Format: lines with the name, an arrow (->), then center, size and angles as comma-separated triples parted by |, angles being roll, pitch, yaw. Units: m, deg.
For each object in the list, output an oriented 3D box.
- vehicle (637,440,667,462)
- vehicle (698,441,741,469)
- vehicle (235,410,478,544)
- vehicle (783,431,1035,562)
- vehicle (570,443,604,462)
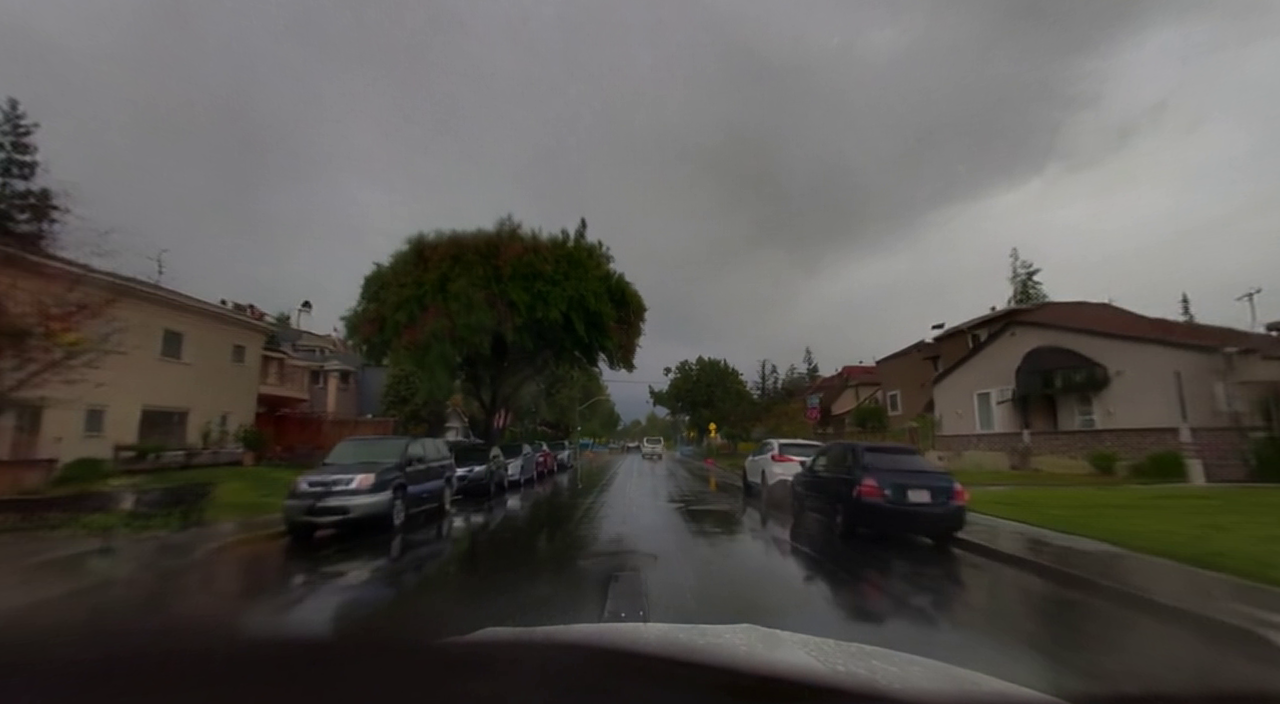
vehicle -> 0.878, 7.148, 45.263 | 2.010, 1.499, 4.107 | 0, -9, 1
vehicle -> 4.461, 5.843, 35.703 | 1.876, 1.477, 4.324 | 0, -8, 0
vehicle -> -4.721, 2.148, 11.519 | 2.162, 1.857, 4.758 | 2, -8, 0
vehicle -> 3.711, 2.055, 9.798 | 1.987, 1.518, 4.686 | 0, -8, 2
vehicle -> -4.077, 7.834, 49.026 | 1.999, 1.441, 4.628 | -1, -8, 4
